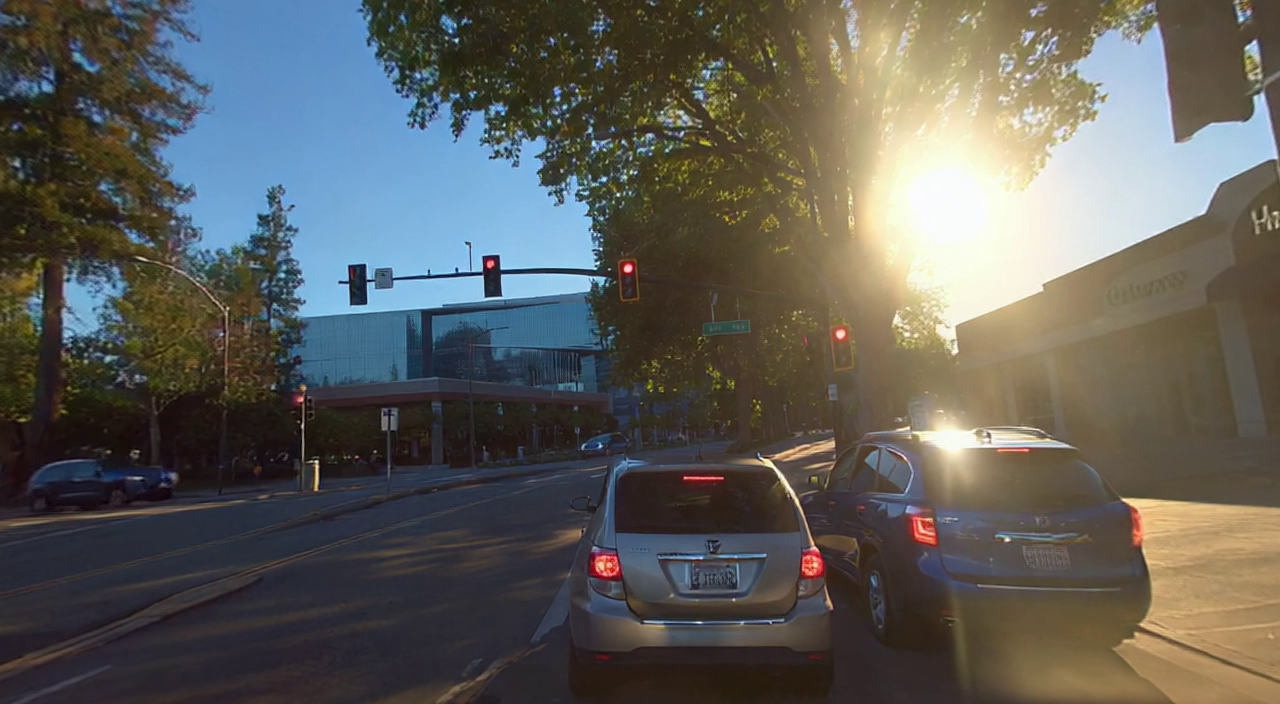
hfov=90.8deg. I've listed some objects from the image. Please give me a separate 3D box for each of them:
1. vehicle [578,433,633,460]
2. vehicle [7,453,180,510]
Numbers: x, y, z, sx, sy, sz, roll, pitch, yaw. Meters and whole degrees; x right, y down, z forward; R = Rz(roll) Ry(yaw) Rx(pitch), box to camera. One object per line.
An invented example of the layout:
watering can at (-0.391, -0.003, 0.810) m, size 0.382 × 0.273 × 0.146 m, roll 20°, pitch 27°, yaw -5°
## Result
vehicle at (-2.333, 6.592, 44.083) m, size 2.244 × 1.792 × 4.648 m, roll -3°, pitch -9°, yaw 19°
vehicle at (-18.638, 4.362, 21.613) m, size 4.715 × 1.745 × 2.026 m, roll -3°, pitch -9°, yaw 15°
